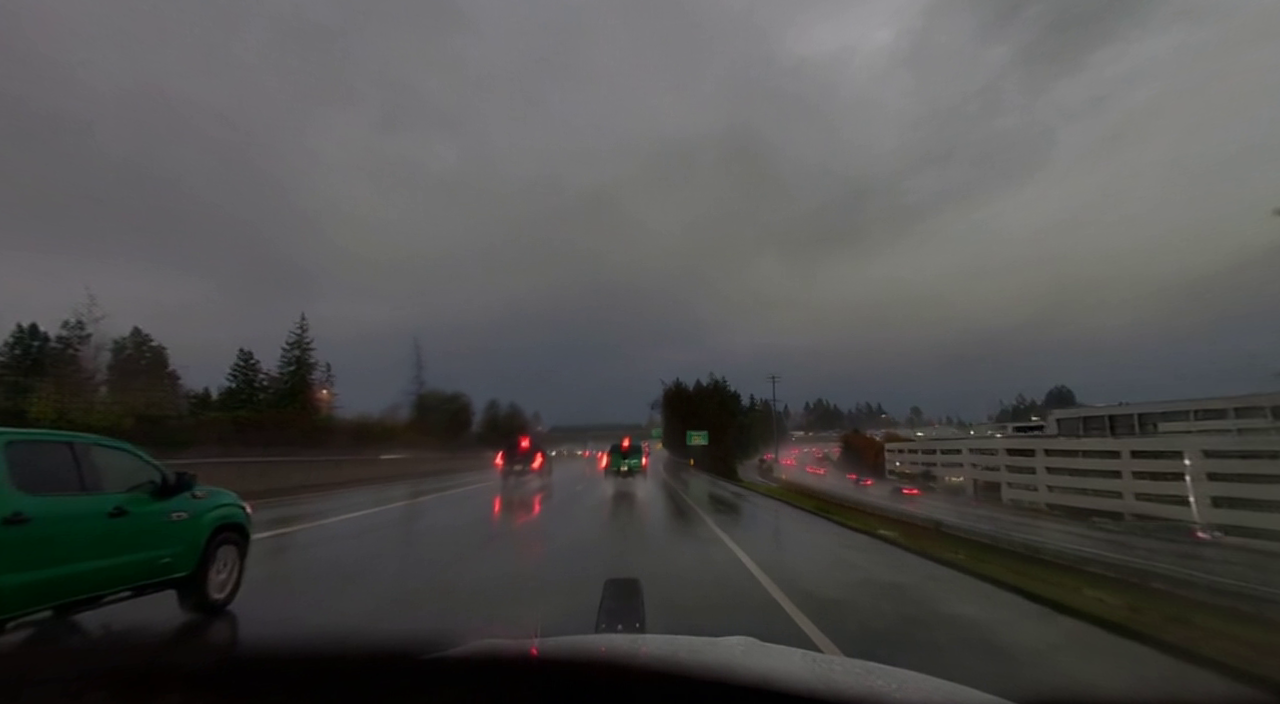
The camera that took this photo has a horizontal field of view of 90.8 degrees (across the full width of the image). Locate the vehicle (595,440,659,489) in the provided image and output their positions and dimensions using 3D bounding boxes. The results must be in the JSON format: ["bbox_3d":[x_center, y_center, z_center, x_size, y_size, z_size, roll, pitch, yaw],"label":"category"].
[{"bbox_3d":[-0.427,4.405,25.028,2.293,1.753,4.380,0,-9,1],"label":"vehicle"}]

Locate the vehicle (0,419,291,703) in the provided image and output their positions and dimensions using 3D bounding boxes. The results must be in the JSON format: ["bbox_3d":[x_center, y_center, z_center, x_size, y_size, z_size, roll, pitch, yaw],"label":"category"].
[{"bbox_3d":[-4.131,1.129,3.460,1.936,1.470,4.402,0,-9,0],"label":"vehicle"}]

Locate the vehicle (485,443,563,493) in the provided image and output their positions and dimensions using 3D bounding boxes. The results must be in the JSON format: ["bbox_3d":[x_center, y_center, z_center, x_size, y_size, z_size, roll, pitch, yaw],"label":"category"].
[{"bbox_3d":[-4.338,4.414,24.566,2.038,1.704,5.181,0,-9,0],"label":"vehicle"}]

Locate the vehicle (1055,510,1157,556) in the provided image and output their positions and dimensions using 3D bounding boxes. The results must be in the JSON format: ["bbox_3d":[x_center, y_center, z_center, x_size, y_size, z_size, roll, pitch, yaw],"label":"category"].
[{"bbox_3d":[23.048,8.926,31.483,1.956,1.594,4.425,-1,-8,4],"label":"vehicle"}]
